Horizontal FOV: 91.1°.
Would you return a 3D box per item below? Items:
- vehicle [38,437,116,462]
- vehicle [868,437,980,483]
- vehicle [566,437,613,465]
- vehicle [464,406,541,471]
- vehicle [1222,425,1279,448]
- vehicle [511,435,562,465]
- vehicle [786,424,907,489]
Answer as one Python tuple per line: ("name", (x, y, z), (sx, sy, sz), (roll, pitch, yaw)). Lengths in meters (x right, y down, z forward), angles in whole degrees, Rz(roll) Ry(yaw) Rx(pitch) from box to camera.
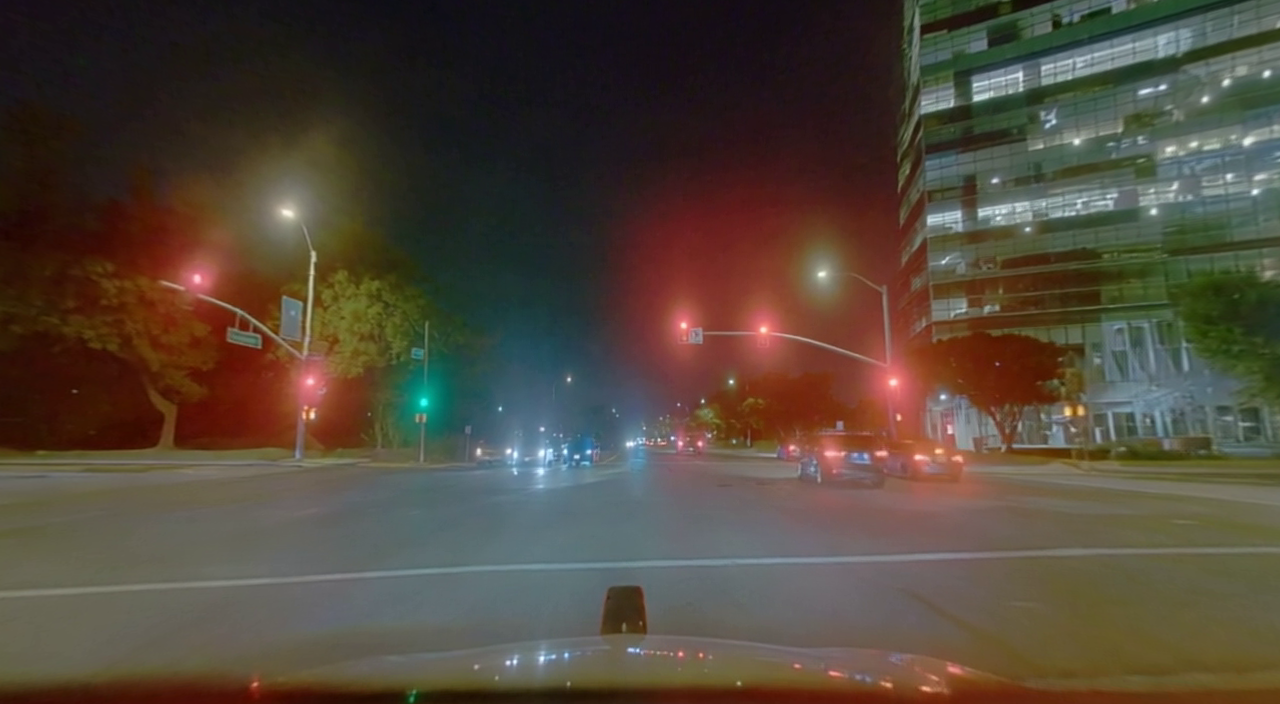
("vehicle", (-35.501, 6.160, 39.682), (1.628, 1.448, 3.621), (1, -9, -2))
("vehicle", (9.959, 3.822, 22.433), (1.896, 1.463, 4.296), (0, -9, -1))
("vehicle", (-2.758, 5.592, 35.569), (2.147, 1.481, 4.331), (0, -9, 2))
("vehicle", (-9.173, 5.728, 43.019), (3.191, 3.314, 7.914), (-6, -2, 0))
("vehicle", (45.657, 6.163, 45.701), (4.438, 1.644, 1.873), (0, -8, 3))
("vehicle", (-6.051, 5.794, 37.295), (2.182, 1.677, 4.384), (0, -9, 1))
("vehicle", (6.133, 3.178, 19.368), (2.098, 1.723, 4.881), (0, -9, 0))
